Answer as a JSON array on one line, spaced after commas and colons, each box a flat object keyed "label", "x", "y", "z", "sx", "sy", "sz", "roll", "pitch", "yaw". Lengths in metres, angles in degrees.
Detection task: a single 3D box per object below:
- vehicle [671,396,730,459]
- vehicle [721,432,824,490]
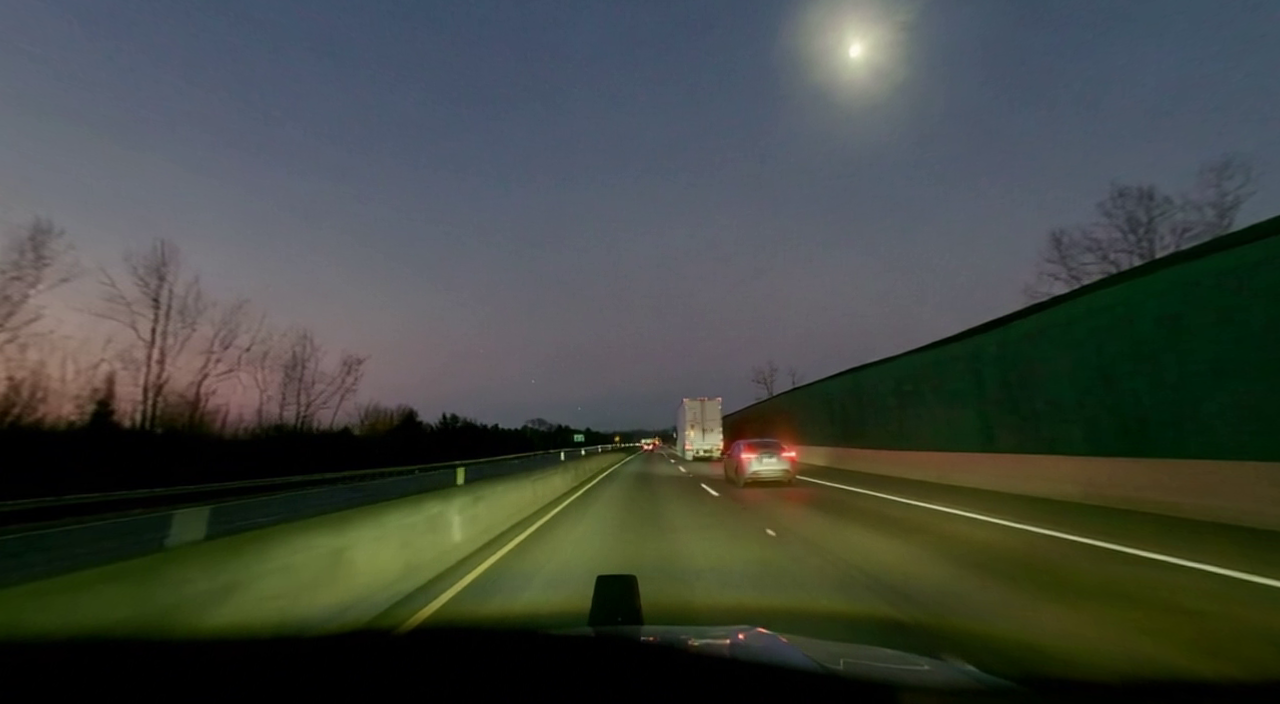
[{"label": "vehicle", "x": 4.400, "y": 6.169, "z": 49.876, "sx": 3.255, "sy": 4.142, "sz": 16.256, "roll": 0, "pitch": -8, "yaw": 1}, {"label": "vehicle", "x": 3.736, "y": 3.161, "z": 18.628, "sx": 2.000, "sy": 1.473, "sz": 4.440, "roll": 0, "pitch": -8, "yaw": -1}]
